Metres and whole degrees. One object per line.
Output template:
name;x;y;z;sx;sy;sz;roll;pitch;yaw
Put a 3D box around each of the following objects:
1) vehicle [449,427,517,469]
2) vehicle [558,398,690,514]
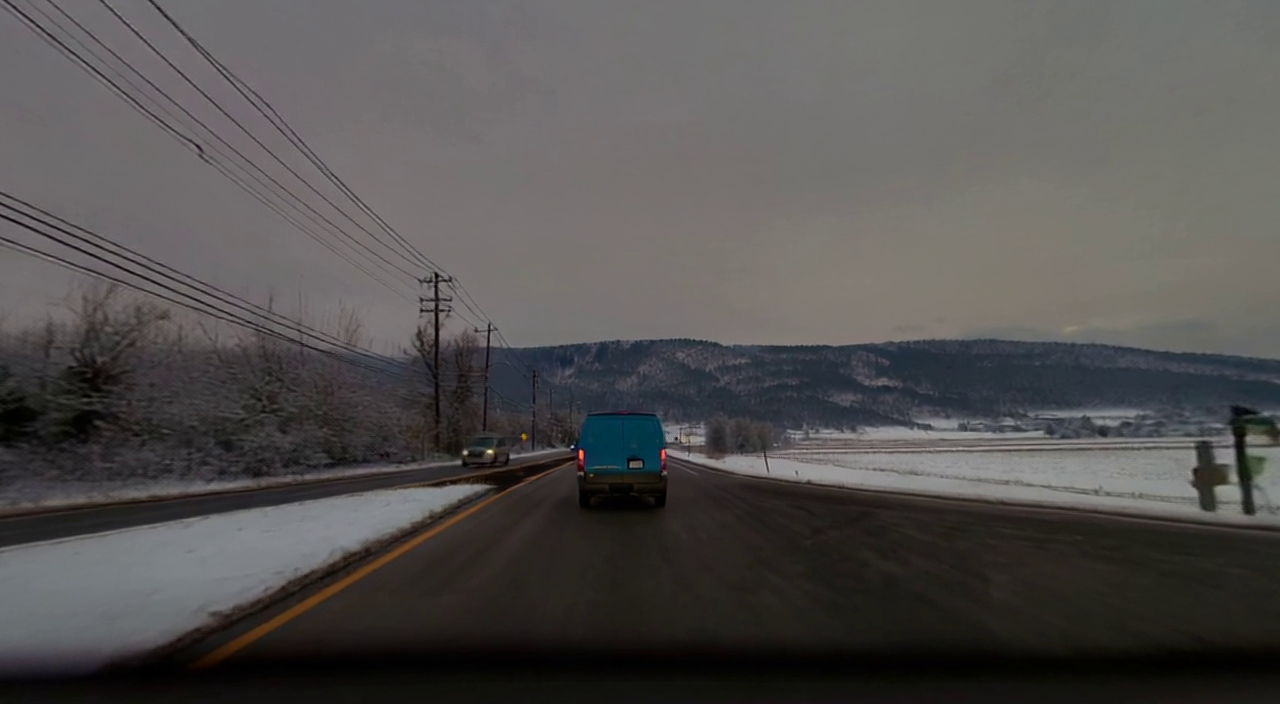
vehicle;-9.185;5.700;37.423;2.260;2.264;5.982;0;-8;2
vehicle;-0.392;2.273;14.068;2.454;2.144;4.535;0;-8;-3
